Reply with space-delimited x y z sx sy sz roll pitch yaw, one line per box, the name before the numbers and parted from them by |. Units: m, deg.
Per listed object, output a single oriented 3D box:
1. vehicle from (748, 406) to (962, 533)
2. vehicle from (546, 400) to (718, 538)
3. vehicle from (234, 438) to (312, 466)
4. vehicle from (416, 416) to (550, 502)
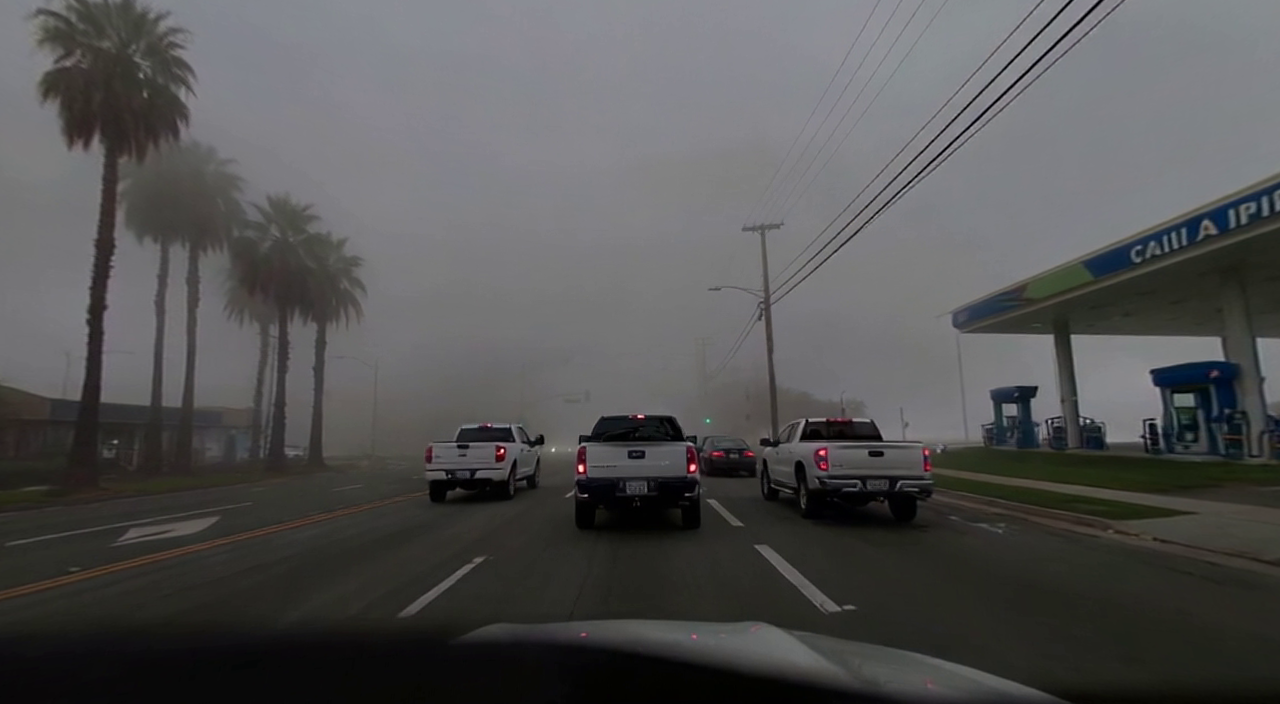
vehicle | 3.611 2.114 11.958 2.120 1.828 5.531 0 -8 0
vehicle | -0.054 1.971 11.225 2.295 1.835 5.471 0 -8 1
vehicle | -29.001 7.931 49.981 2.543 2.092 6.613 1 -8 -4
vehicle | -3.683 2.624 15.756 2.071 1.811 4.605 0 -8 1
